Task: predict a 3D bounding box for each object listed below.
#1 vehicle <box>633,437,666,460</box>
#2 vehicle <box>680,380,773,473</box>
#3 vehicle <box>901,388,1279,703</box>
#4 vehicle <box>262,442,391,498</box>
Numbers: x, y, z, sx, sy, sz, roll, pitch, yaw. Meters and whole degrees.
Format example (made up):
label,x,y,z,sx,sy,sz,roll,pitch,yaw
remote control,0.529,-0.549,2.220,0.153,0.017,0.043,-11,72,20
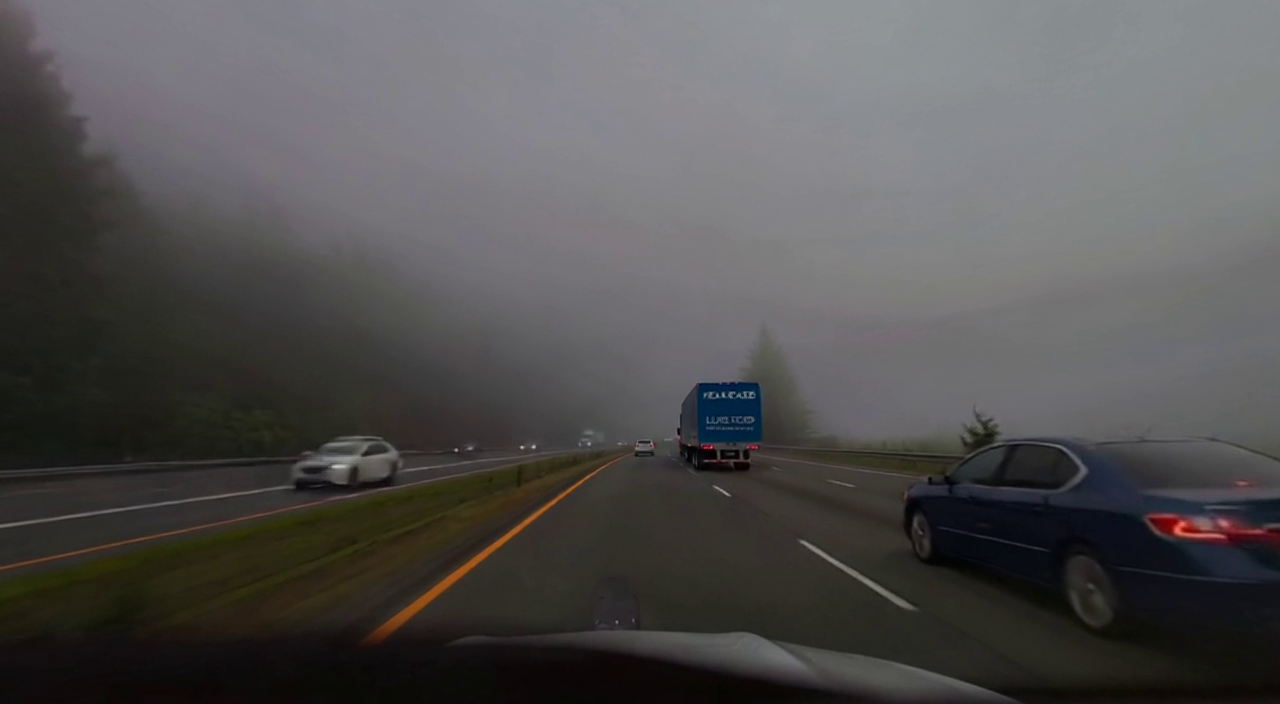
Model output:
label,x,y,z,sx,sy,sz,roll,pitch,yaw
vehicle,0.699,6.880,45.165,2.209,1.499,4.144,-1,-8,1
vehicle,4.238,4.173,34.540,3.171,4.072,13.784,0,-8,0
vehicle,4.029,1.224,4.988,2.028,1.573,4.207,0,-8,-1
vehicle,-9.728,3.655,20.001,1.892,1.508,4.225,0,-8,0
